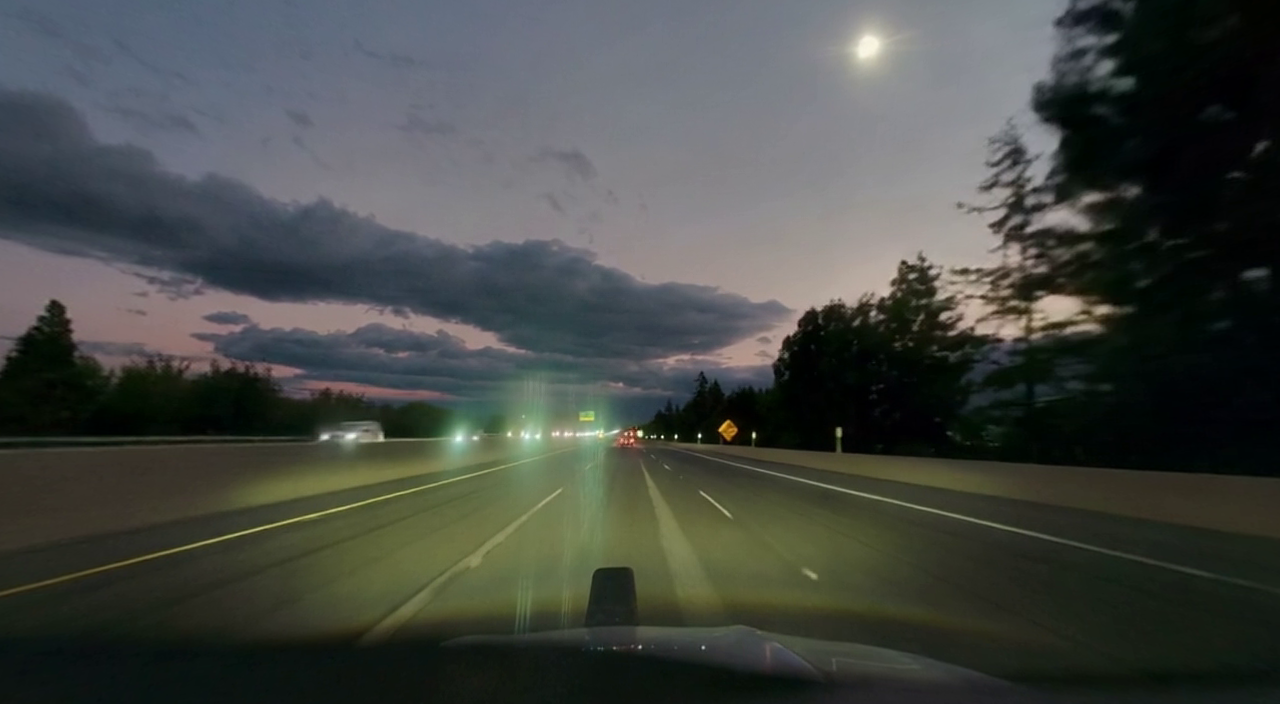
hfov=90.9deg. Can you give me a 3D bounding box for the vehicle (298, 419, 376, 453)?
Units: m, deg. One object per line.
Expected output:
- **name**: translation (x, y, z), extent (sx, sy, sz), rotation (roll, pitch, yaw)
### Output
- **vehicle**: translation (-16.299, 4.572, 34.147), extent (1.975, 1.670, 4.552), rotation (0, -8, 0)

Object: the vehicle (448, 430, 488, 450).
- **vehicle**: translation (-13.000, 6.714, 47.807), extent (1.885, 1.420, 4.239), rotation (0, -8, -1)
